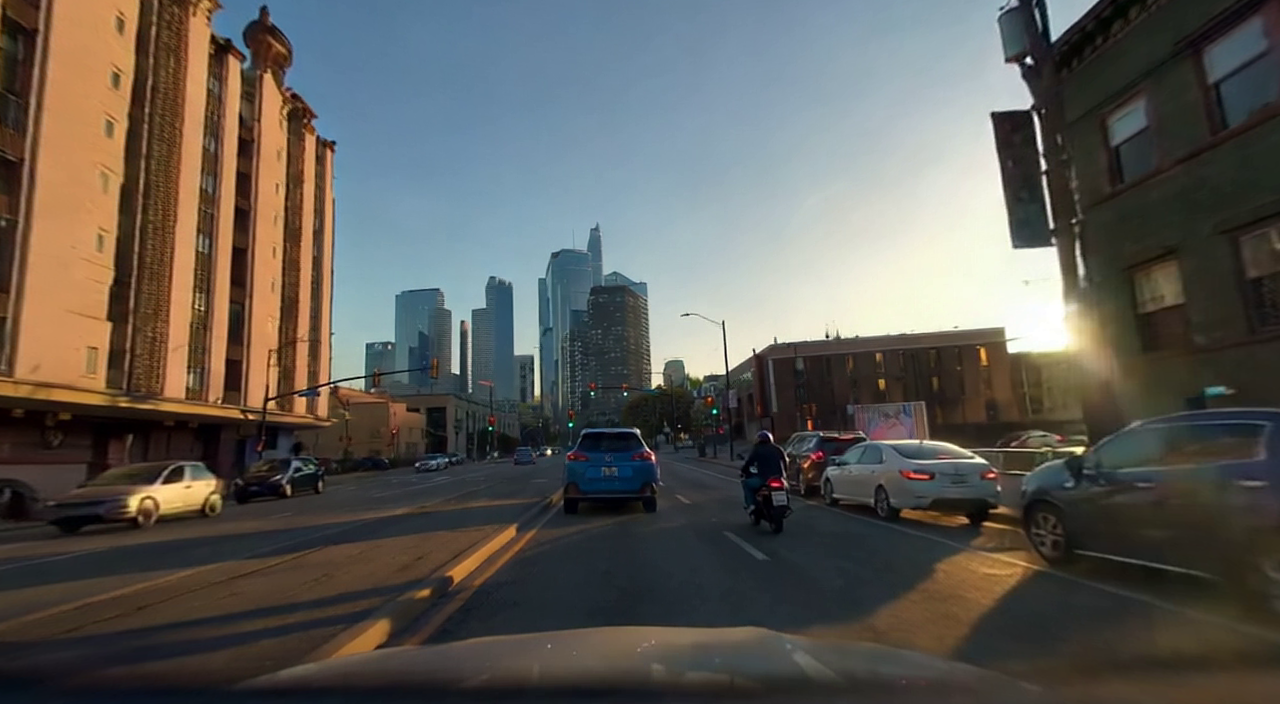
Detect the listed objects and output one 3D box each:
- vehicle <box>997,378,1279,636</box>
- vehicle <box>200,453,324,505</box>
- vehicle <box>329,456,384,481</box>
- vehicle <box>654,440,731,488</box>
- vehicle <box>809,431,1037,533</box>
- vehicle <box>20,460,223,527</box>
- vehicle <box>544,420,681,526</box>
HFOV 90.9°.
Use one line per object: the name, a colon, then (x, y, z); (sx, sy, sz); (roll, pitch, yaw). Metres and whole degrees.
vehicle: (5.316, 1.190, 5.220); (2.094, 1.719, 4.150); (0, -9, -3)
vehicle: (-14.920, 4.993, 25.288); (2.267, 1.831, 4.702); (0, -9, -4)
vehicle: (-19.919, 8.166, 44.525); (2.038, 1.607, 4.348); (1, -9, -4)
vehicle: (1.709, 3.889, 22.195); (2.101, 1.507, 4.355); (0, -9, -3)
vehicle: (4.941, 2.326, 11.931); (2.012, 1.532, 4.565); (0, -9, -3)
vehicle: (-18.037, 4.881, 22.553); (2.400, 1.913, 6.066); (0, -9, -4)
vehicle: (-0.525, 2.332, 12.645); (2.265, 1.748, 4.130); (0, -9, -2)
